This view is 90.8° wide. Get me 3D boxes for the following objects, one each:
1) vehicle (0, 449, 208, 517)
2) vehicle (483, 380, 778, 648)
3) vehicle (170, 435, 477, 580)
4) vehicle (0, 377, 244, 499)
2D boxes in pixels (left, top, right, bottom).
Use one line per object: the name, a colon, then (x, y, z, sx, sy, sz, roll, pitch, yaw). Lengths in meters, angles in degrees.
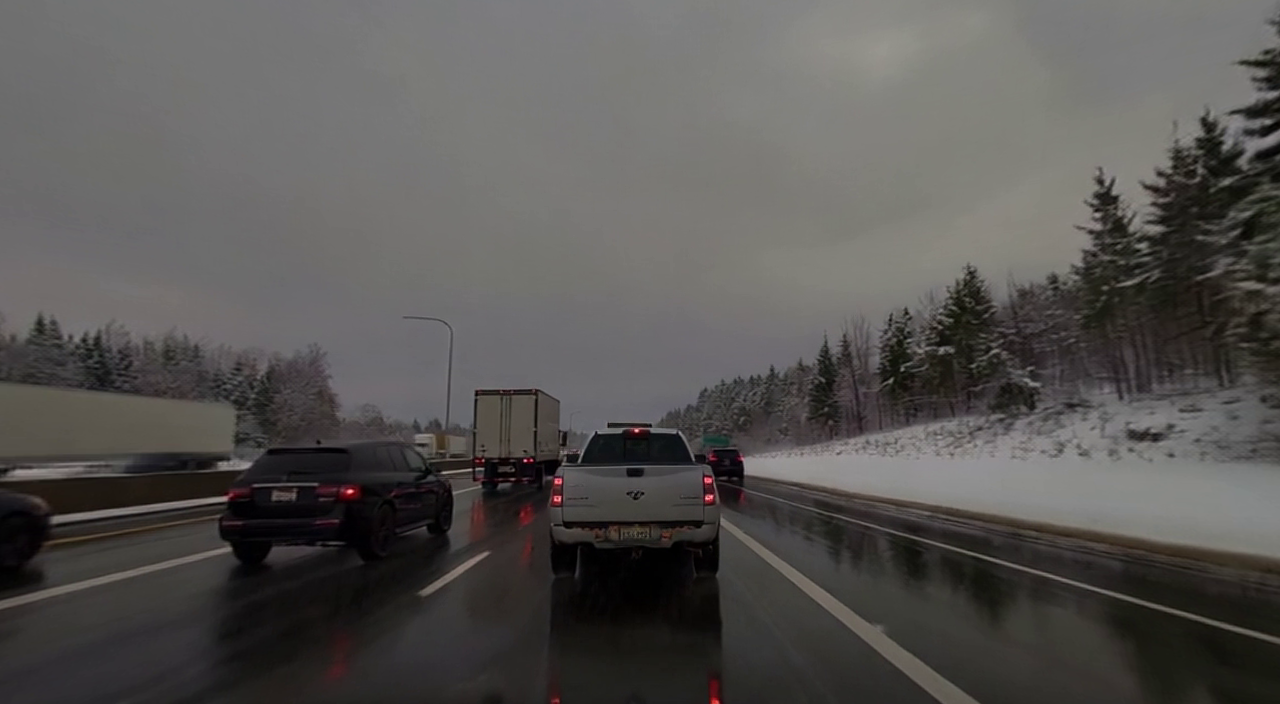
vehicle: (-15.415, 3.705, 18.490, 2.037, 1.692, 4.846, -1, -9, 0)
vehicle: (-0.091, 1.359, 6.068, 1.995, 1.798, 3.380, 0, -9, -1)
vehicle: (-3.922, 1.984, 8.914, 1.986, 1.501, 4.407, -1, -9, 1)
vehicle: (-22.831, 3.744, 26.589, 3.074, 4.034, 14.138, 0, -9, 0)
